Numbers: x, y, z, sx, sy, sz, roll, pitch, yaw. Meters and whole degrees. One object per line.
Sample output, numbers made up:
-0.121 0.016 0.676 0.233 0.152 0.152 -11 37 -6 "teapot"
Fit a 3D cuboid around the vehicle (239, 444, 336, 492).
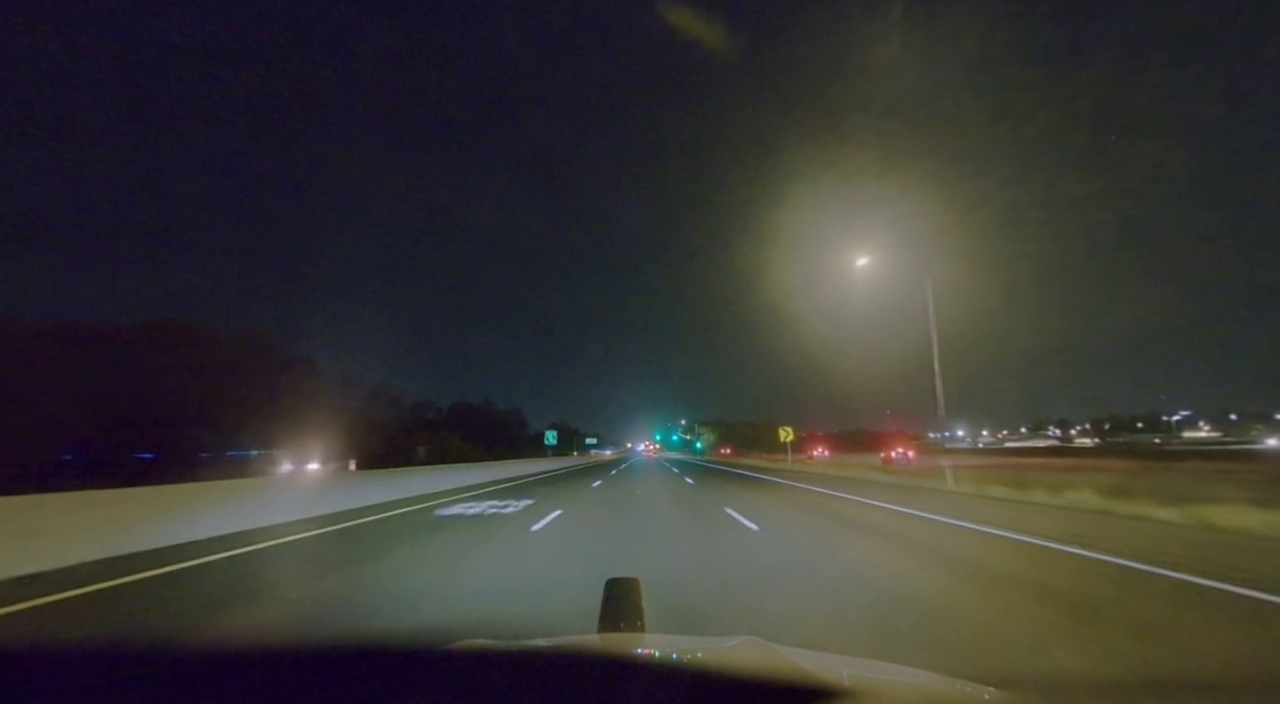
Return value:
-18.631 6.112 33.655 2.135 2.308 5.136 0 -9 0 "vehicle"
